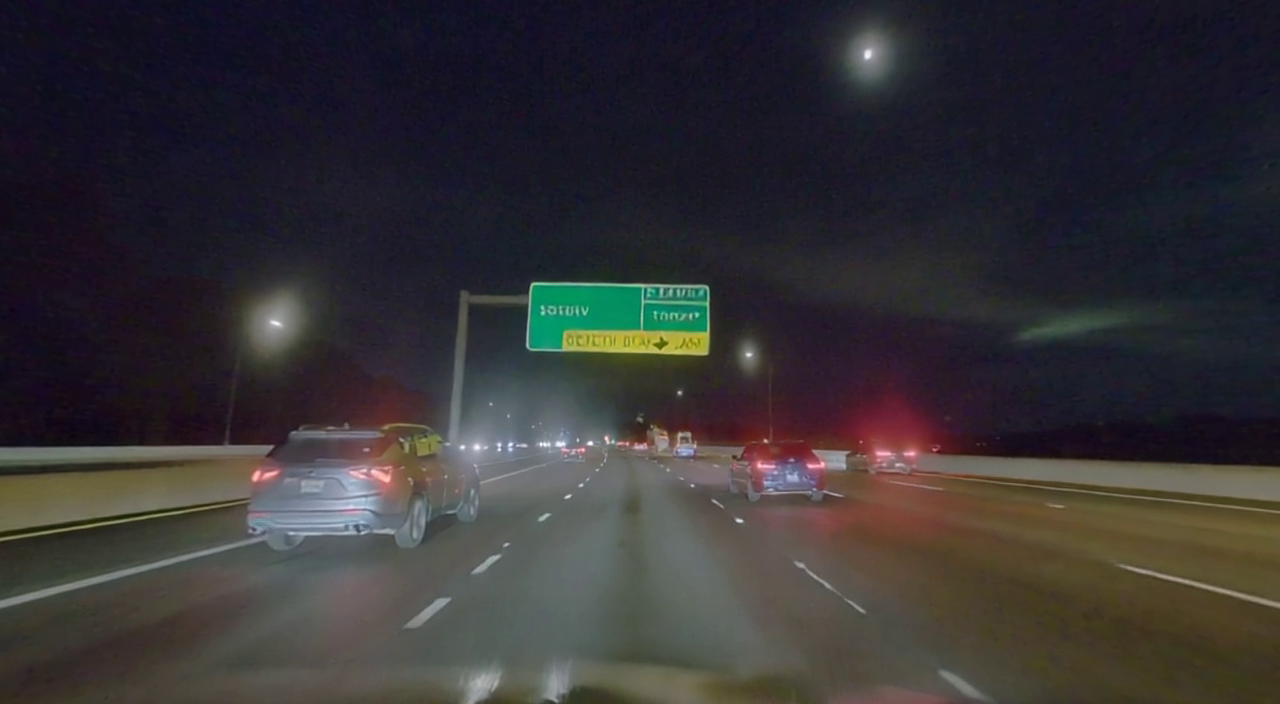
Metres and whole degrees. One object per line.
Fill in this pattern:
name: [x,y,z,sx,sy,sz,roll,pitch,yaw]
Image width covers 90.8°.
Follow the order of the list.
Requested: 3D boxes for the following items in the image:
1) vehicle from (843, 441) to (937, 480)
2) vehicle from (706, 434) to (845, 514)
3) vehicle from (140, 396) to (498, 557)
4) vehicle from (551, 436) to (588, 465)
vehicle: [10.465,4.548,26.826,2.105,1.496,4.393,0,-8,-1]
vehicle: [2.832,2.667,14.375,2.053,1.510,4.400,0,-8,-2]
vehicle: [-4.375,1.863,10.260,2.684,1.839,5.803,0,-8,1]
vehicle: [-4.779,6.753,43.394,2.149,1.843,4.348,0,-8,-1]
